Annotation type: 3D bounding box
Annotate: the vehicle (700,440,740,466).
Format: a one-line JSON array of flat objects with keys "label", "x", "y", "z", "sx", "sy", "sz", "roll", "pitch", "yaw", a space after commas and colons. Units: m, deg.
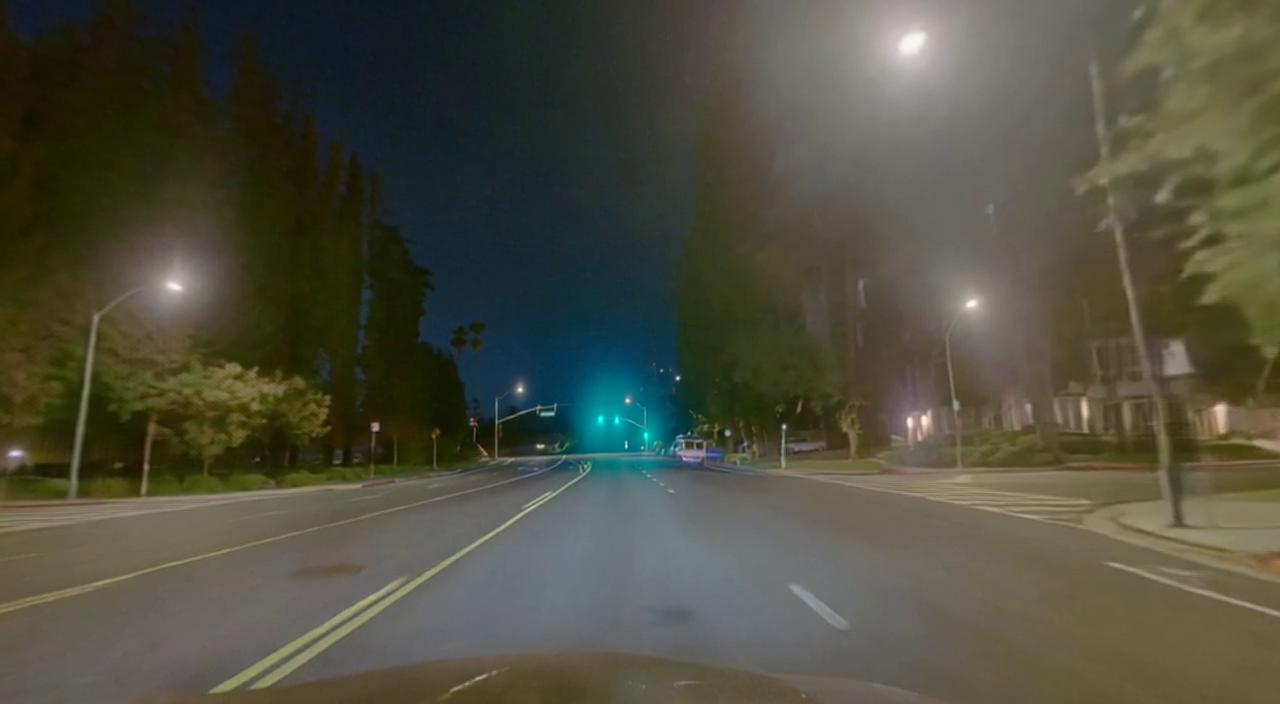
[{"label": "vehicle", "x": 5.475, "y": 6.991, "z": 43.786, "sx": 2.024, "sy": 1.710, "sz": 4.525, "roll": 0, "pitch": -9, "yaw": -2}]
